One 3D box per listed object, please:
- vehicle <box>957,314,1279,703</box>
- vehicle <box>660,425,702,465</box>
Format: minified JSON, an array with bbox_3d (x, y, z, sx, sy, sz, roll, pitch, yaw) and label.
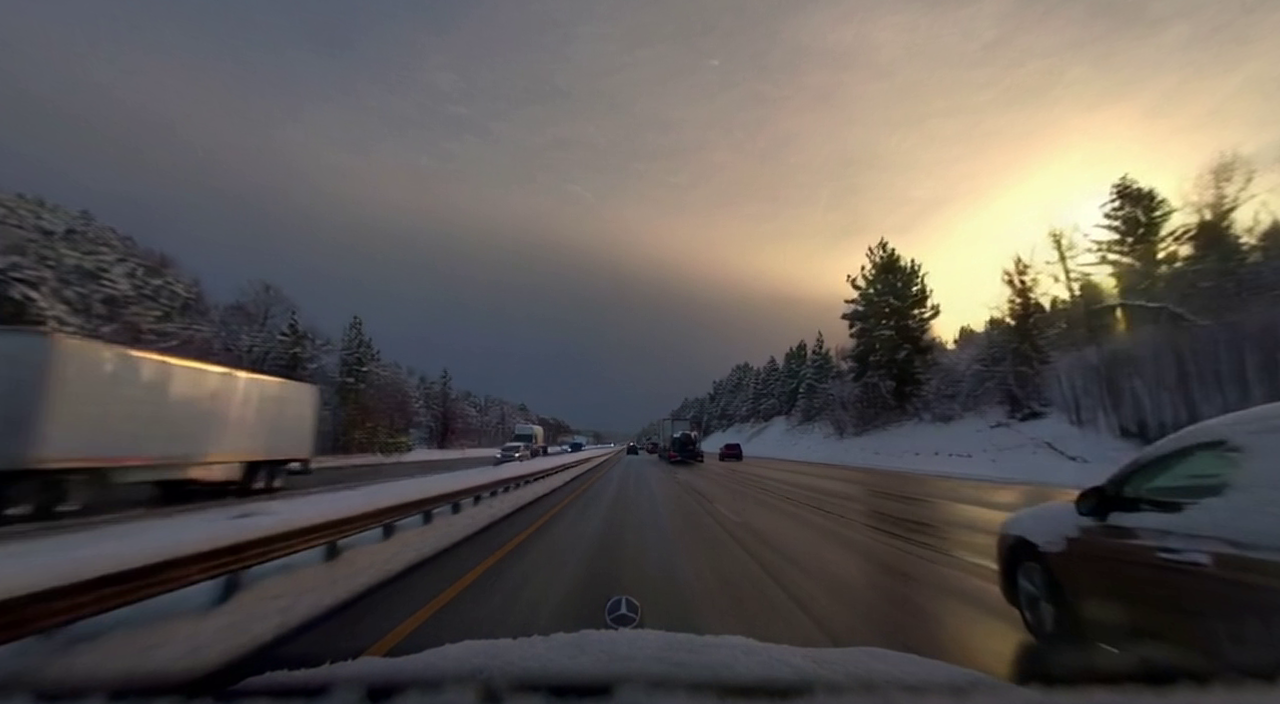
[{"bbox_3d":[3.471,0.745,2.454,2.070,1.751,4.576,0,-9,0],"label":"vehicle"},{"bbox_3d":[2.981,7.069,48.031,2.532,2.791,7.053,0,-9,-1],"label":"vehicle"}]
